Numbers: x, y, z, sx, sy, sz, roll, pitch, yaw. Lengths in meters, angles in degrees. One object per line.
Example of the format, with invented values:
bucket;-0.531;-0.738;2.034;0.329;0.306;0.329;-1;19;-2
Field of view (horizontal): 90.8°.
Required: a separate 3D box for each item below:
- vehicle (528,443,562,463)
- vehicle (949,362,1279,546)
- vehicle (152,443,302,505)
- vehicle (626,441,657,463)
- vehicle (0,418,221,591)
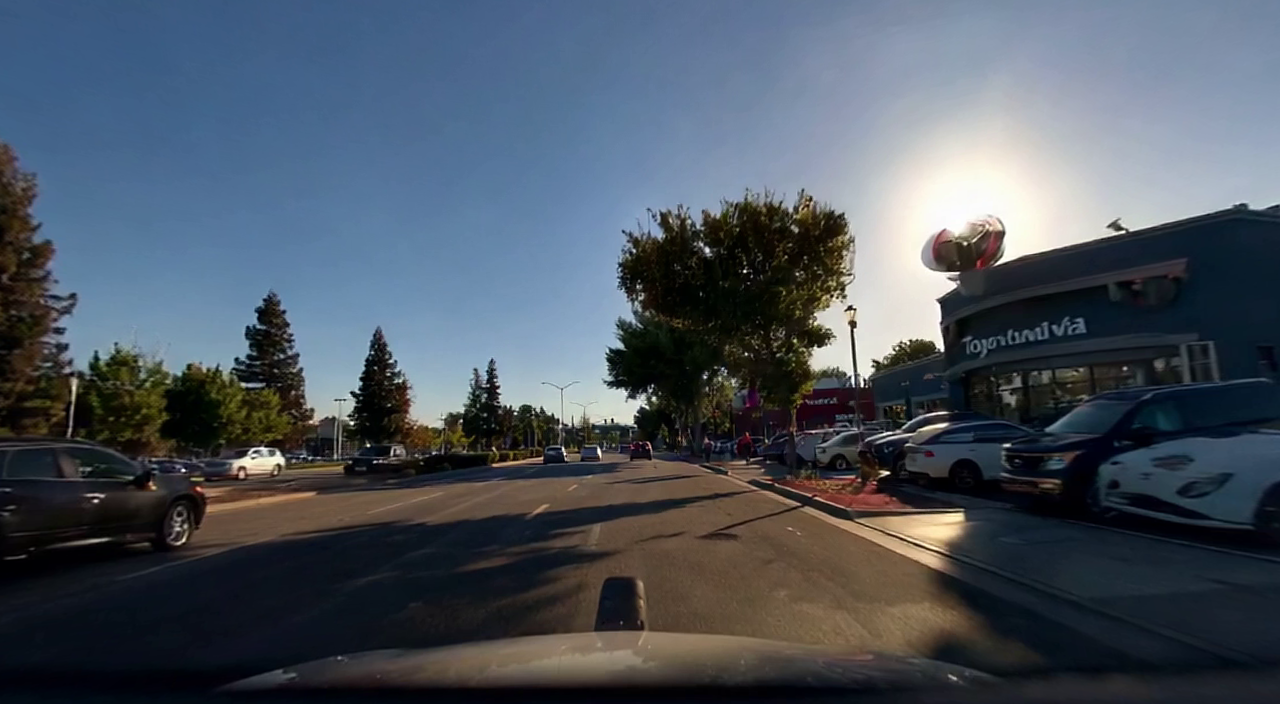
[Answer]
vehicle;-7.245;7.745;48.539;2.011;1.483;4.596;0;-8;-1
vehicle;7.156;1.344;8.527;4.770;2.124;2.207;-1;-9;5
vehicle;-11.765;3.450;18.406;1.879;1.547;4.354;1;-9;-8
vehicle;0.039;6.992;44.152;2.061;1.469;3.954;0;-8;-1
vehicle;-7.198;1.586;6.865;2.038;1.649;4.665;0;-8;0
